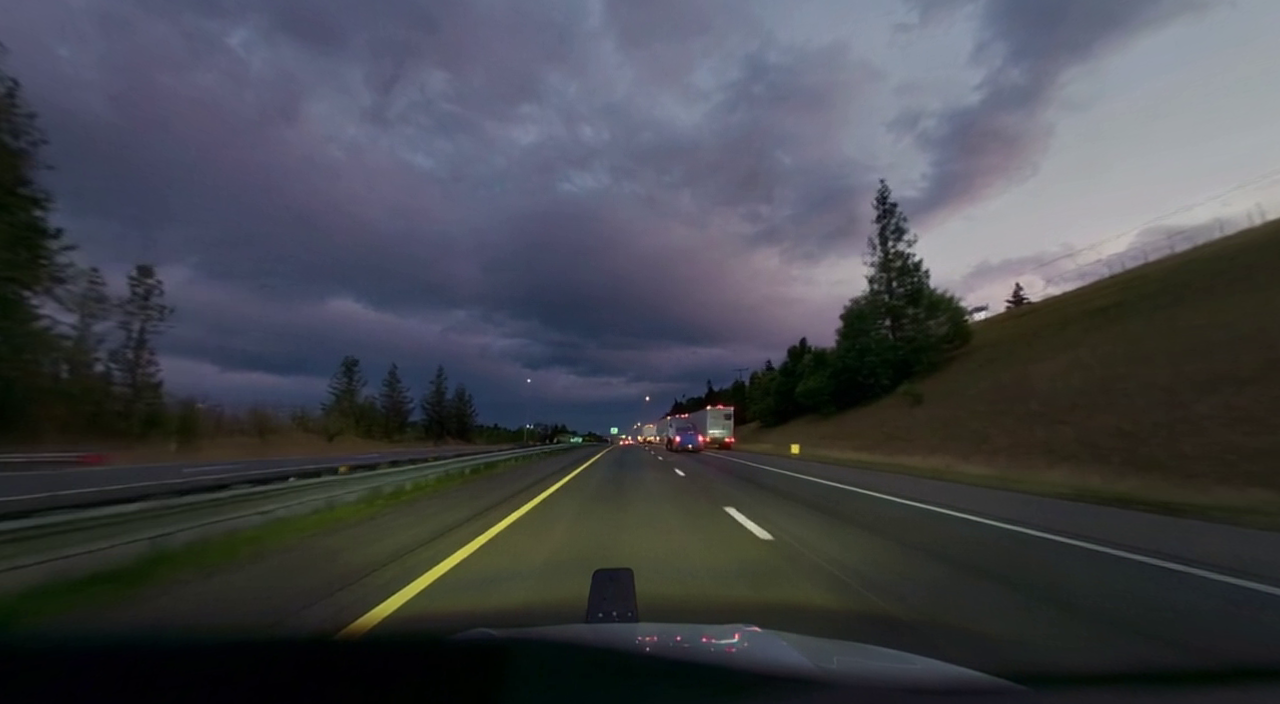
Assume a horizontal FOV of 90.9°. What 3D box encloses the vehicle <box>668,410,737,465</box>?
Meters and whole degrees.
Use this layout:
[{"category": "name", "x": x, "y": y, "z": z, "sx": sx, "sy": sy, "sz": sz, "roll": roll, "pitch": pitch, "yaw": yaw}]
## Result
[{"category": "vehicle", "x": 3.222, "y": 4.616, "z": 34.211, "sx": 2.821, "sy": 2.672, "sz": 6.205, "roll": 0, "pitch": -8, "yaw": -3}]
